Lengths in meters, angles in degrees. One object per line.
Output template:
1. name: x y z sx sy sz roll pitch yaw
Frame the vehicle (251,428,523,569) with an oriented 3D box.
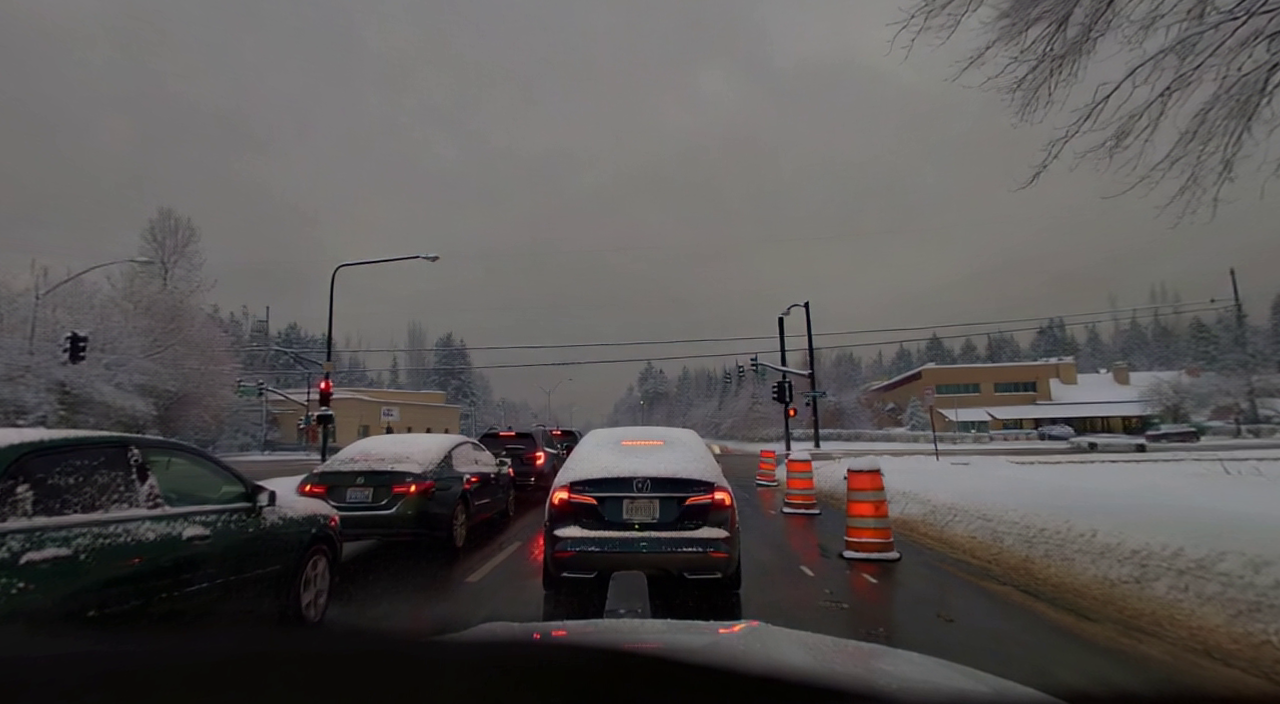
1. vehicle: -3.283 1.998 9.445 1.989 1.541 4.626 0 -9 2

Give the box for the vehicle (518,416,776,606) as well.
1. vehicle: 0.097 1.620 7.218 2.167 1.560 3.676 0 -9 1

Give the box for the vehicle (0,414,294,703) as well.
1. vehicle: -3.594 0.942 2.152 2.064 1.497 4.722 0 -9 1

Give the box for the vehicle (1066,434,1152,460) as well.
1. vehicle: 30.374 6.162 40.878 4.051 1.583 1.794 0 -9 1
